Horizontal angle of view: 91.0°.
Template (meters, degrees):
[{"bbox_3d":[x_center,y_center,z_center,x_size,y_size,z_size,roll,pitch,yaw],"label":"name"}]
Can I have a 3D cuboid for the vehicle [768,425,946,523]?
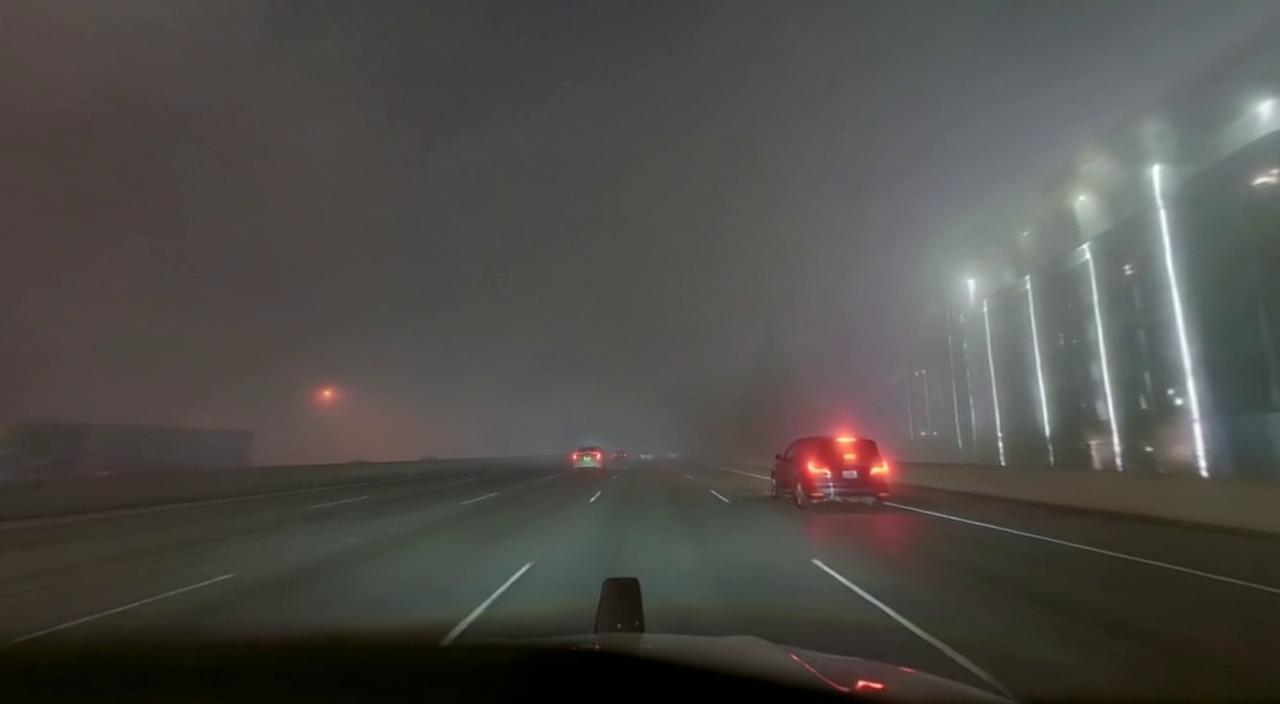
[{"bbox_3d":[4.389,2.562,13.717,2.170,1.733,4.631,0,-9,0],"label":"vehicle"}]

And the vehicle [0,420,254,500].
[{"bbox_3d":[-31.297,6.718,39.951,2.885,3.956,16.583,0,-9,1],"label":"vehicle"}]

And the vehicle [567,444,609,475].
[{"bbox_3d":[-3.076,6.449,38.139,2.075,1.721,4.763,0,-9,0],"label":"vehicle"}]
